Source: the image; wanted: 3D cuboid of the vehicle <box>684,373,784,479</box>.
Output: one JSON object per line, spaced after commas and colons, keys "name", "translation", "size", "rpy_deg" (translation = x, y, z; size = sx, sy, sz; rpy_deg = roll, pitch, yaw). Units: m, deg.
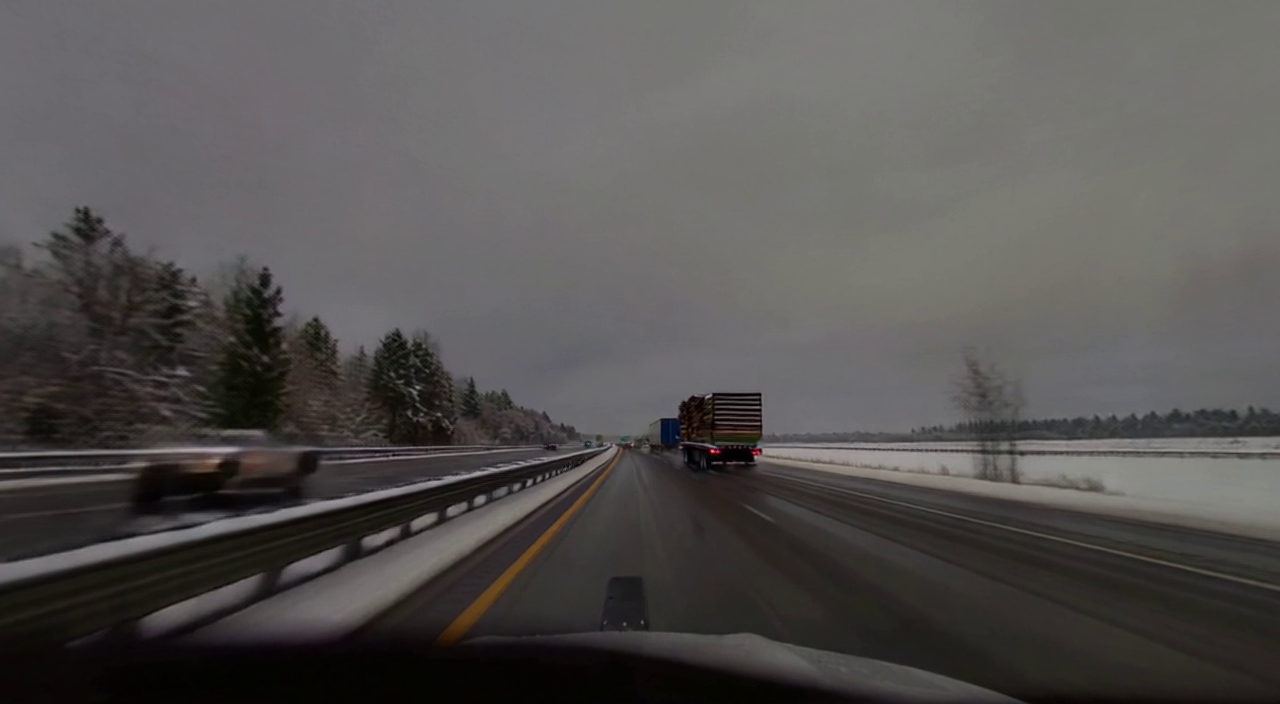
{"name": "vehicle", "translation": [4.081, 3.803, 31.079], "size": [3.024, 4.065, 13.796], "rpy_deg": [0, -8, 1]}
